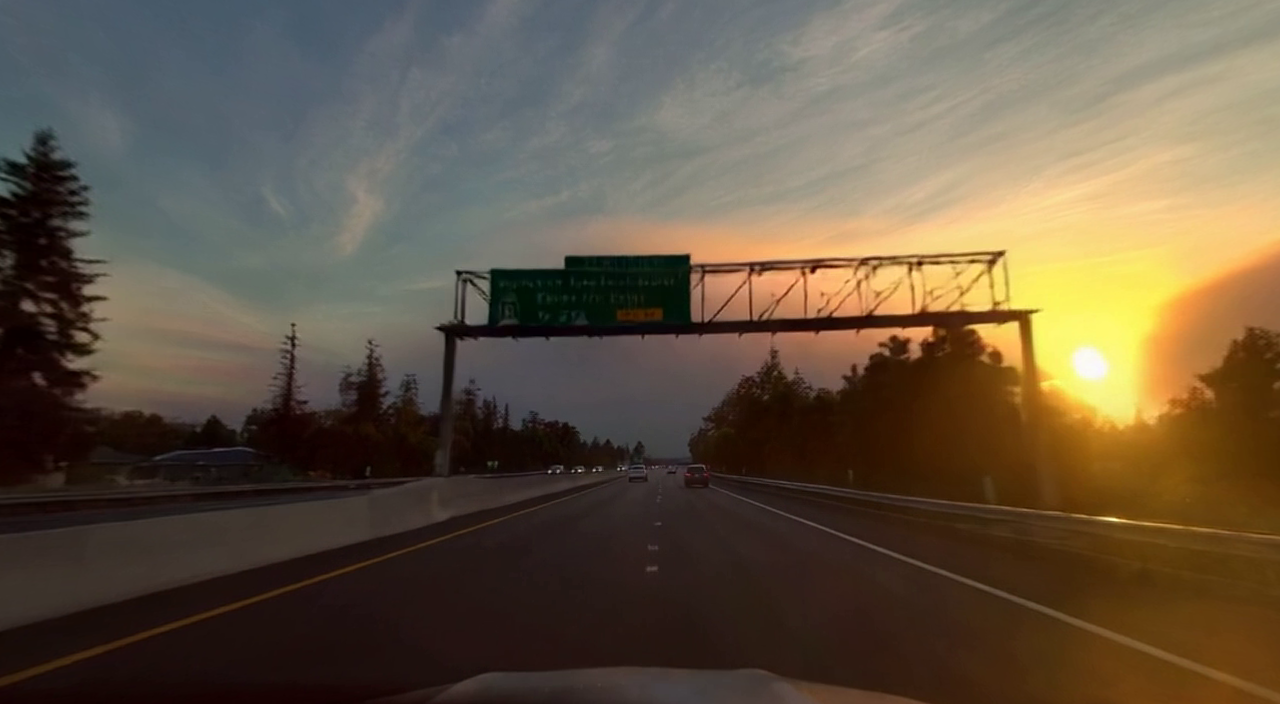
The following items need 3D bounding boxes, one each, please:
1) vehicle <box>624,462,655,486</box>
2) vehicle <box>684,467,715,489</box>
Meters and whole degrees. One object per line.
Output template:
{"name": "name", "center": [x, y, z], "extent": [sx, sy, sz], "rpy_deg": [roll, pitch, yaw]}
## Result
{"name": "vehicle", "center": [0.008, 9.517, 49.278], "extent": [2.160, 1.721, 4.368], "rpy_deg": [0, -10, 3]}
{"name": "vehicle", "center": [4.268, 9.172, 46.028], "extent": [1.937, 1.467, 4.061], "rpy_deg": [1, -10, 1]}
